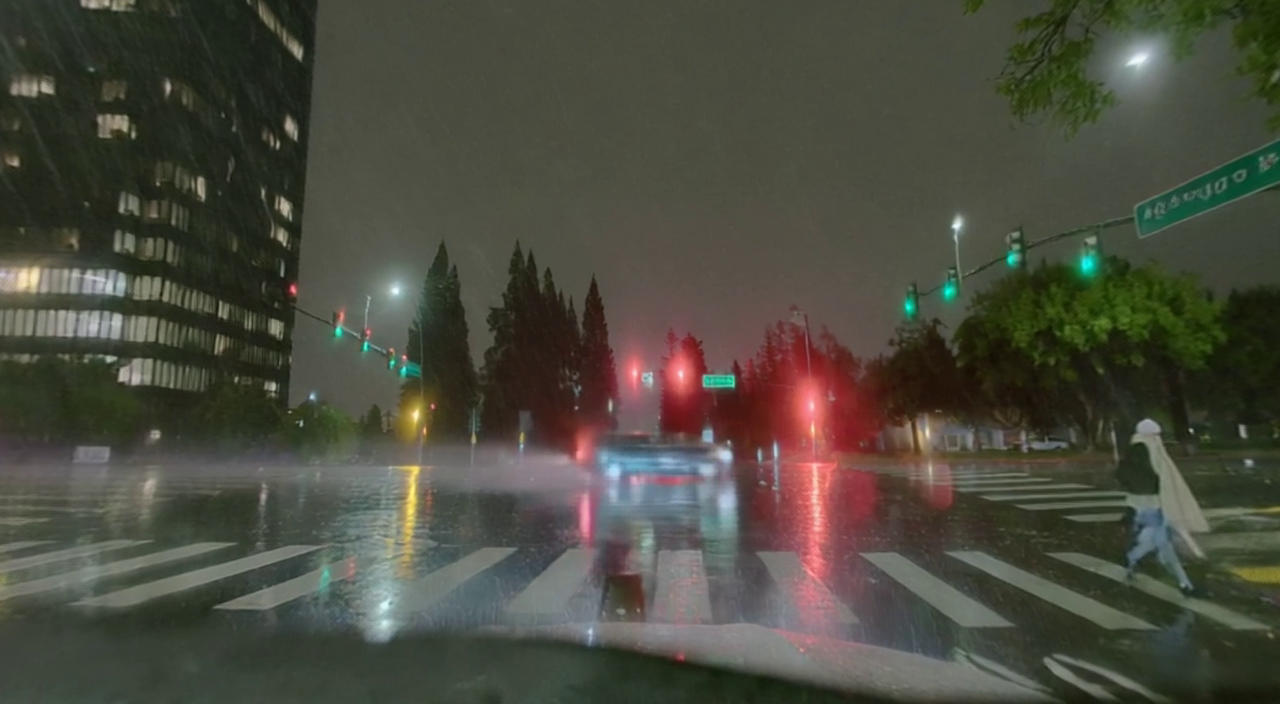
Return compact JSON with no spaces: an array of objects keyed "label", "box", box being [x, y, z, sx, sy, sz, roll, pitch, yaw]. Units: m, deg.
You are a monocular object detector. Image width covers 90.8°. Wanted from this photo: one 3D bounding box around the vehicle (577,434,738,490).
[{"label":"vehicle","box":[0.499,3.230,18.709,4.502,1.512,1.917,0,-9,0]}]
